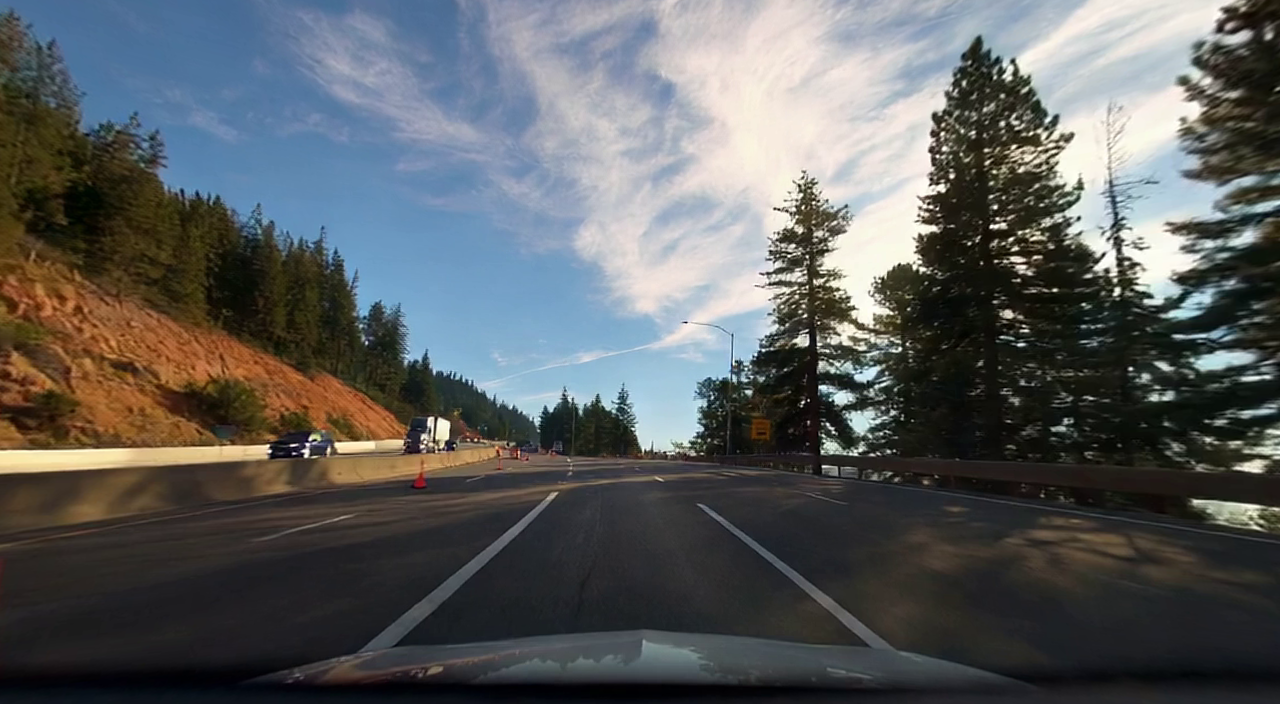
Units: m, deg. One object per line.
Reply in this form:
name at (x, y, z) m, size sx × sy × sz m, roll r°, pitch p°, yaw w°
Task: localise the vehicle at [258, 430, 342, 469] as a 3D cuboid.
vehicle at (-17.921, 5.172, 33.547) m, size 1.991 × 1.881 × 4.980 m, roll 1°, pitch -9°, yaw -4°
